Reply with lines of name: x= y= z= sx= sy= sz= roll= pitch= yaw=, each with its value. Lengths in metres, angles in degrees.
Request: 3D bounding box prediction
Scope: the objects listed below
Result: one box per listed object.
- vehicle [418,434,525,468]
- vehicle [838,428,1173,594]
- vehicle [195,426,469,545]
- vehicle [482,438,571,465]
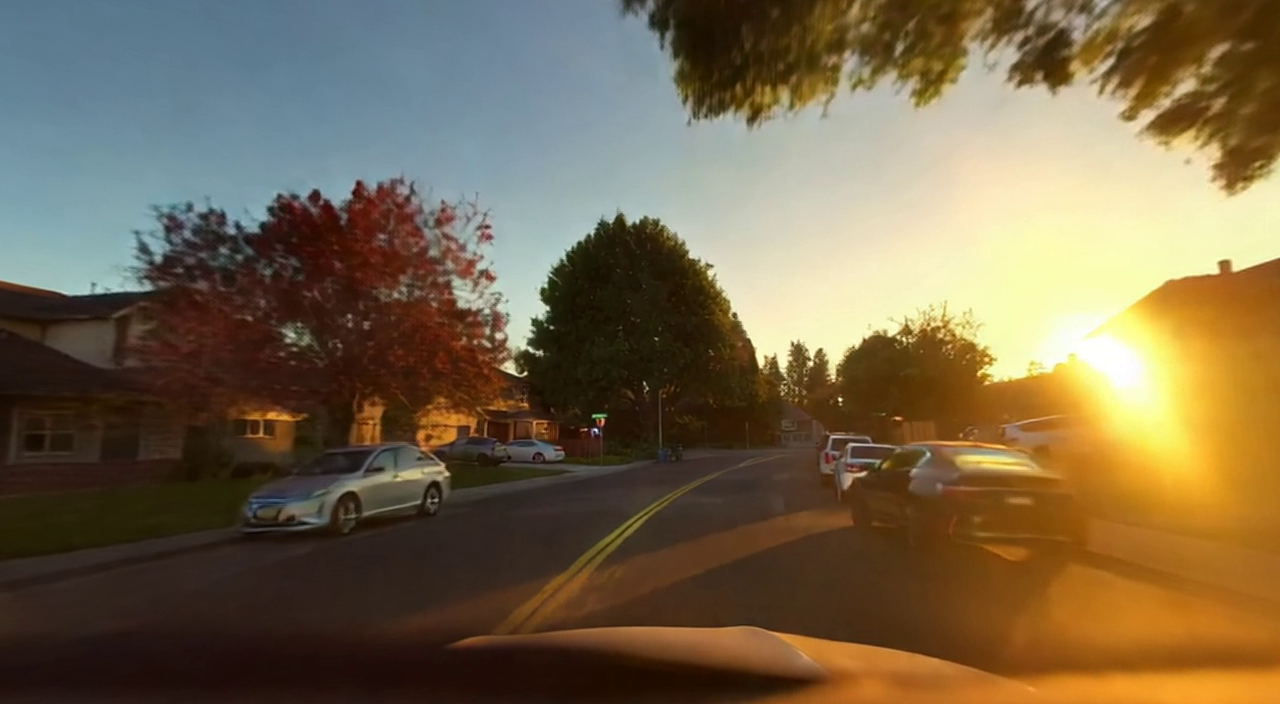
vehicle: x=-8.333 y=4.921 z=31.353 sx=4.635 sy=1.594 sz=2.132 roll=-3 pitch=-9 yaw=17
vehicle: x=4.109 y=1.821 z=8.320 sx=2.045 sy=1.478 sz=4.914 roll=-1 pitch=-8 yaw=8
vehicle: x=-5.218 y=2.310 z=11.719 sx=2.030 sy=1.696 sz=4.828 roll=-2 pitch=-9 yaw=10
vehicle: x=-6.299 y=5.555 z=35.210 sx=4.455 sy=1.419 sz=2.017 roll=-3 pitch=-9 yaw=16
